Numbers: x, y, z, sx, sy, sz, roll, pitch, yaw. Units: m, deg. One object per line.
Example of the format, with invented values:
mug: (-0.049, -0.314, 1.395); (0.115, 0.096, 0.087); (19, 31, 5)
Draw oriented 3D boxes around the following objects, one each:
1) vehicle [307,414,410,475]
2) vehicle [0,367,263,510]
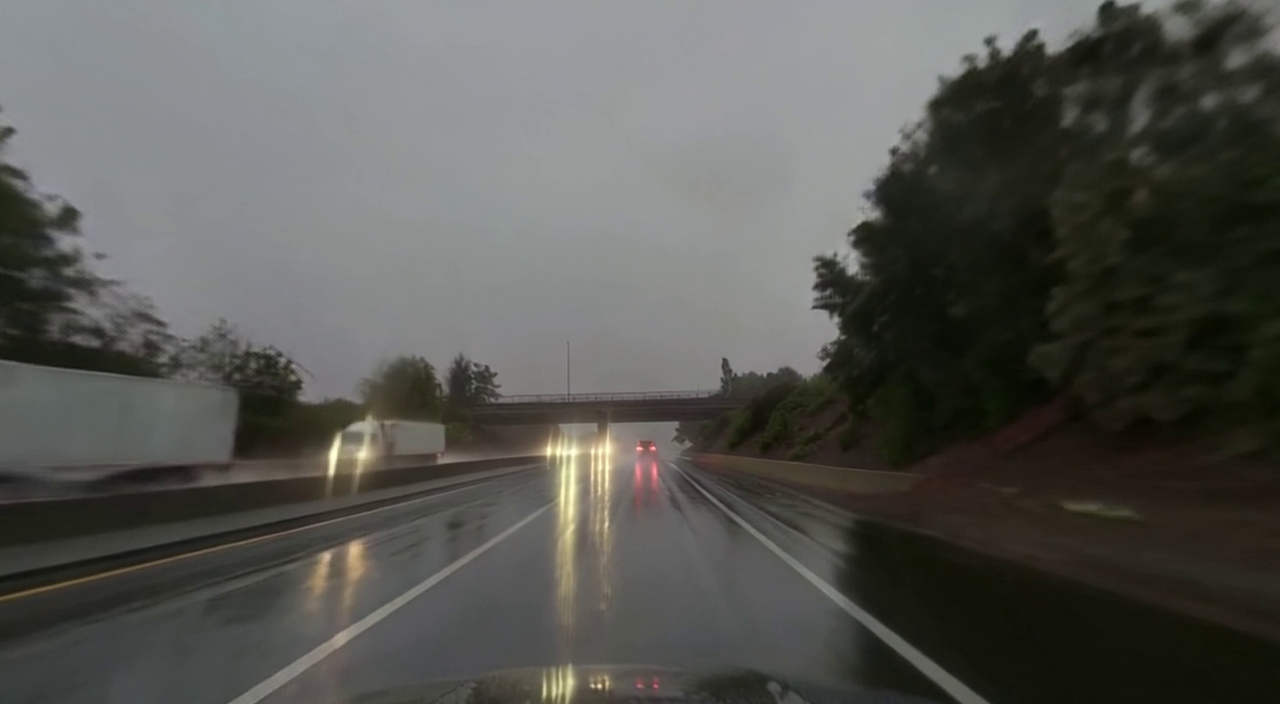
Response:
vehicle: (-20.888, 7.019, 47.745); (2.990, 4.070, 10.171); (0, -9, 1)
vehicle: (-17.270, 3.062, 21.931); (2.843, 4.006, 8.421); (0, -9, 1)
